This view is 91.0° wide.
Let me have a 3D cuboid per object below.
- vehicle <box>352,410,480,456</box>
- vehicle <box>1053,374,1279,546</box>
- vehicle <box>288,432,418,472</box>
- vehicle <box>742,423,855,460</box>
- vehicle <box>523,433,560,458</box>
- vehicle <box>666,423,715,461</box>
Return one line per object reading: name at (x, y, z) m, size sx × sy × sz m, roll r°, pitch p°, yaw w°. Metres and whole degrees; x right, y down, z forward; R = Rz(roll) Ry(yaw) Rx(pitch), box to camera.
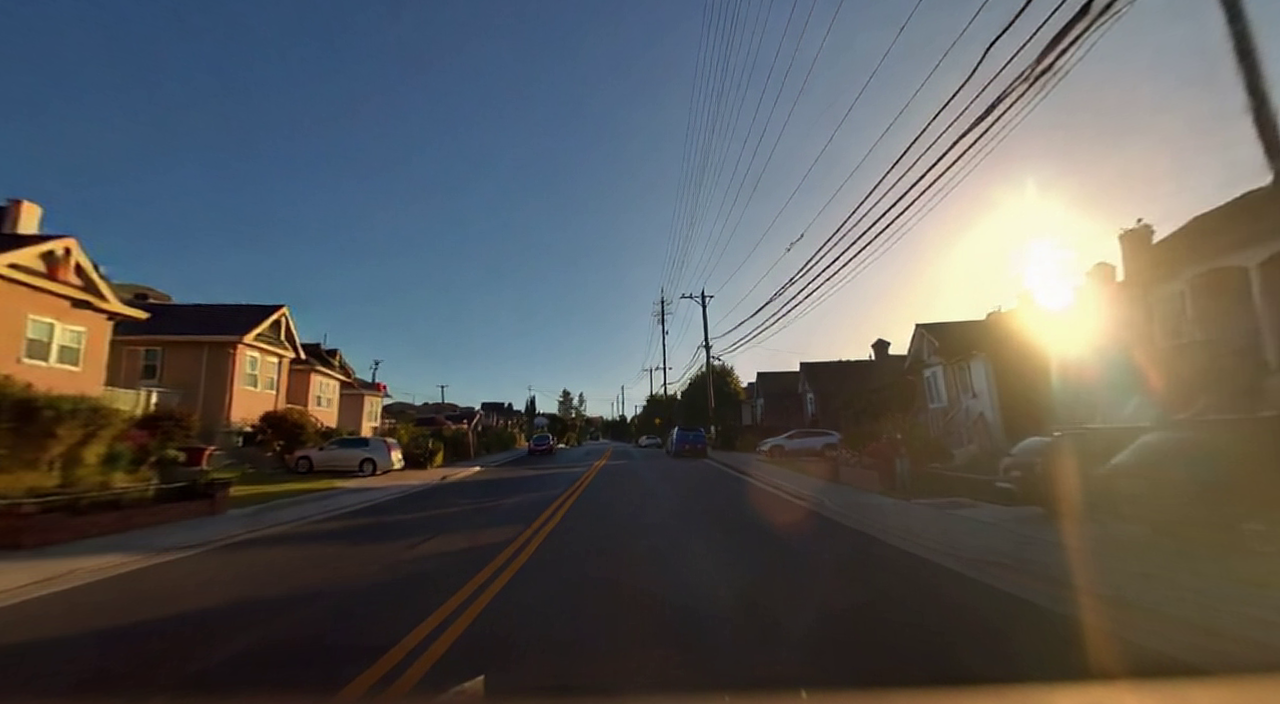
vehicle at (-14.397, 5.267, 40.721) m, size 7.267 × 2.775 × 2.786 m, roll -1°, pitch -9°, yaw 12°
vehicle at (8.475, 1.250, 8.158) m, size 4.622 × 1.826 × 2.065 m, roll -4°, pitch -9°, yaw -1°
vehicle at (-11.987, 4.173, 26.490) m, size 4.484 × 1.538 × 1.901 m, roll 0°, pitch -8°, yaw 2°
vehicle at (7.406, 4.254, 29.820) m, size 4.893 × 1.642 × 1.874 m, roll 0°, pitch -10°, yaw 3°
vehicle at (-6.975, 6.628, 45.053) m, size 1.994 × 1.588 × 4.148 m, roll -3°, pitch -7°, yaw -1°
vehicle at (2.740, 5.041, 35.456) m, size 2.277 × 1.917 × 5.495 m, roll 0°, pitch -8°, yaw 0°
